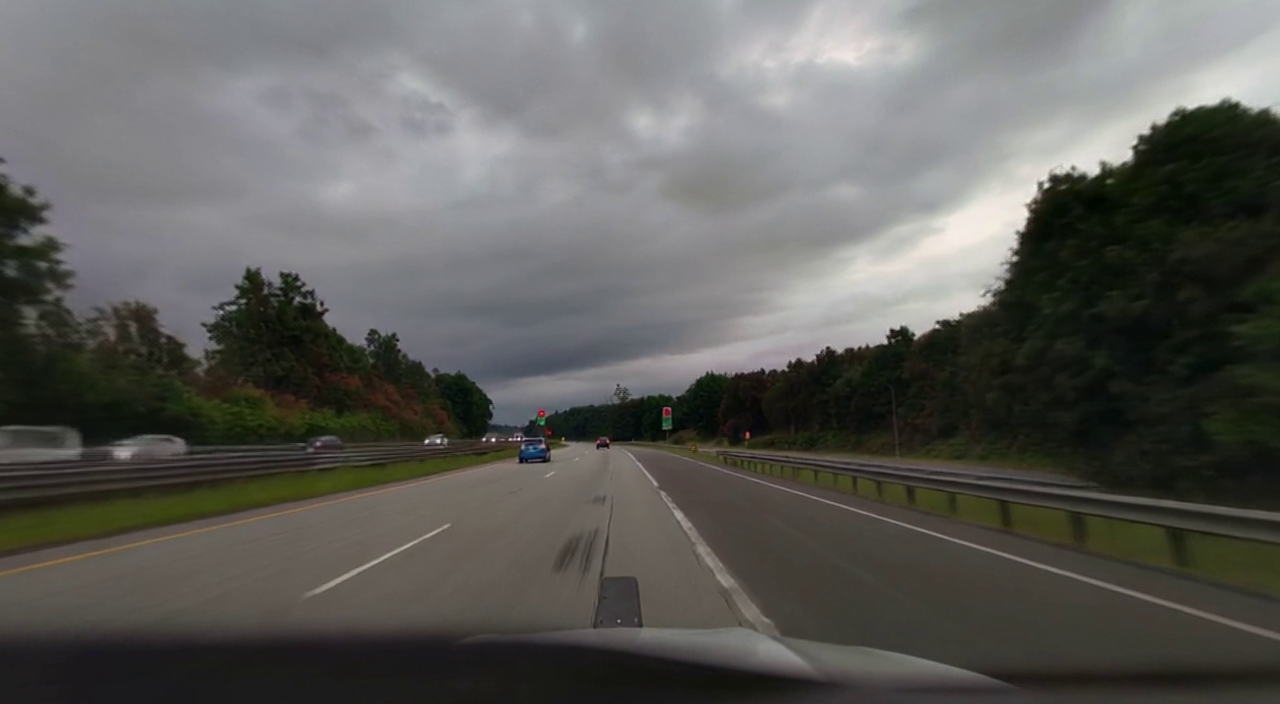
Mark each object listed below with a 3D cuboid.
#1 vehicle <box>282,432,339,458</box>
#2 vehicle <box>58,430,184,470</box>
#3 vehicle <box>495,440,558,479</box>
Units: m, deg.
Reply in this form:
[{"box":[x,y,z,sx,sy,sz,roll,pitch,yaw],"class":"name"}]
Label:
[{"box":[-20.799,5.869,39.944,1.748,1.563,3.580,0,-8,-3],"class":"vehicle"},{"box":[-20.462,3.862,25.068,1.898,1.469,3.720,0,-8,-2],"class":"vehicle"},{"box":[-4.325,4.134,24.618,1.874,1.369,3.875,0,-8,-2],"class":"vehicle"}]
